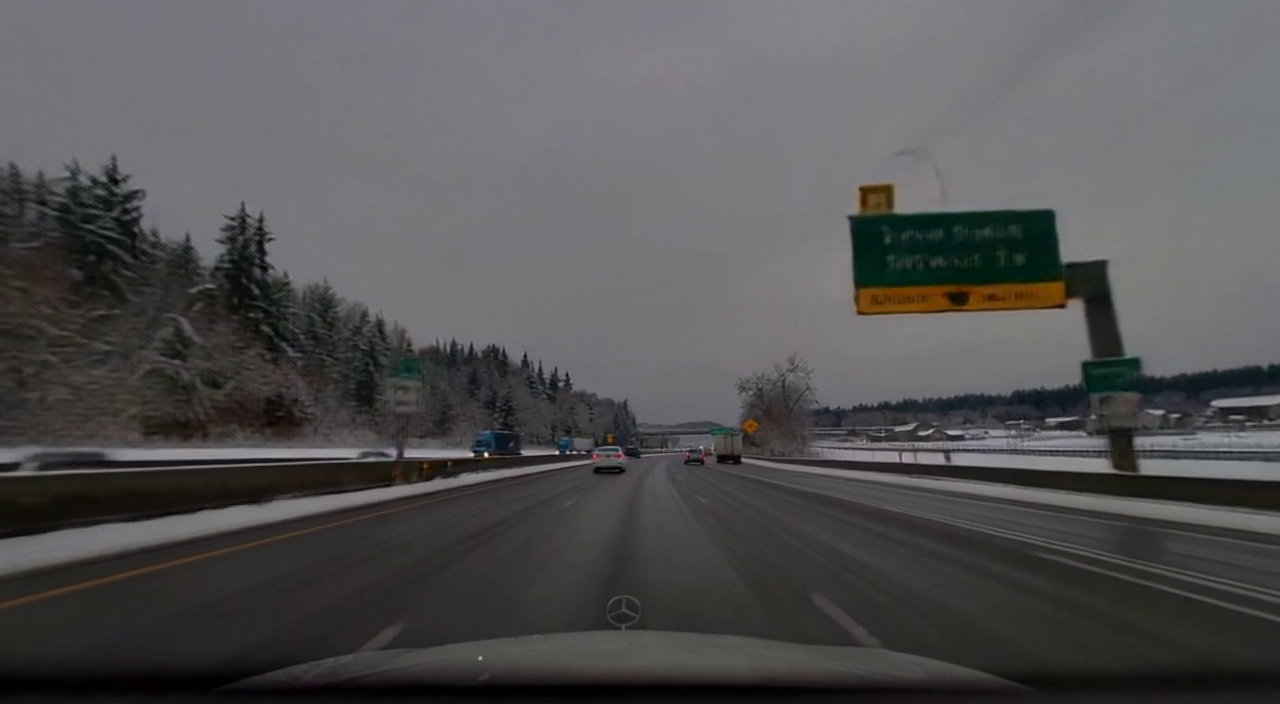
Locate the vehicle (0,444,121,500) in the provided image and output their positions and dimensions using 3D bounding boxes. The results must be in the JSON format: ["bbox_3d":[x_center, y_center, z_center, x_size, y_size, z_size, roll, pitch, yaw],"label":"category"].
[{"bbox_3d":[-19.162,3.728,19.831,1.859,1.580,4.271,-1,-9,2],"label":"vehicle"}]

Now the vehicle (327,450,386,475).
[{"bbox_3d":[-19.086,7.440,42.628,1.845,1.560,4.095,-1,-9,5],"label":"vehicle"}]

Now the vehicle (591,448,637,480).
[{"bbox_3d":[-1.263,5.654,32.064,2.035,1.513,4.272,0,-9,1],"label":"vehicle"}]
